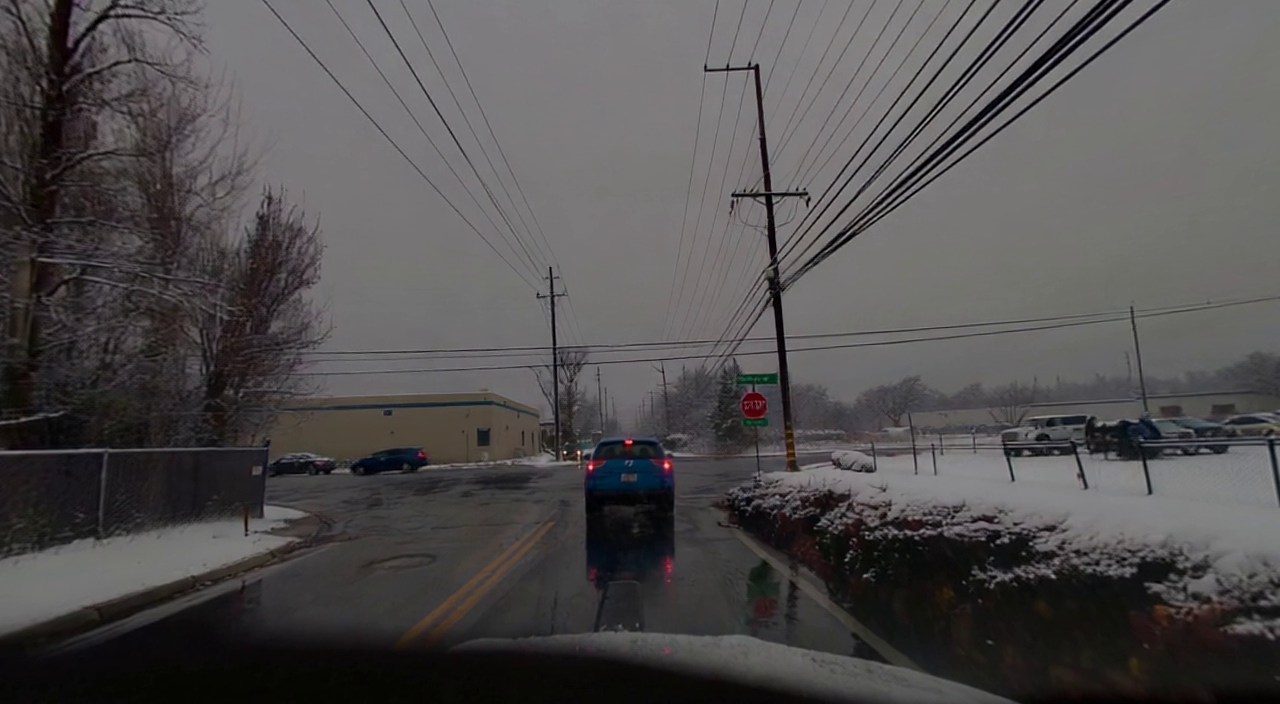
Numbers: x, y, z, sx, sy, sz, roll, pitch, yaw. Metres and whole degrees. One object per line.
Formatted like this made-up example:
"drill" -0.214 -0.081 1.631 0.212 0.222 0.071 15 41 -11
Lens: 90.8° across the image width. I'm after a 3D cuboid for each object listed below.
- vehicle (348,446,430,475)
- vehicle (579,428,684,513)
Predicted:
"vehicle" -15.853 6.845 40.009 4.415 1.753 2.029 -3 -9 16
"vehicle" -0.233 2.733 15.054 2.137 1.698 4.166 0 -8 -2
